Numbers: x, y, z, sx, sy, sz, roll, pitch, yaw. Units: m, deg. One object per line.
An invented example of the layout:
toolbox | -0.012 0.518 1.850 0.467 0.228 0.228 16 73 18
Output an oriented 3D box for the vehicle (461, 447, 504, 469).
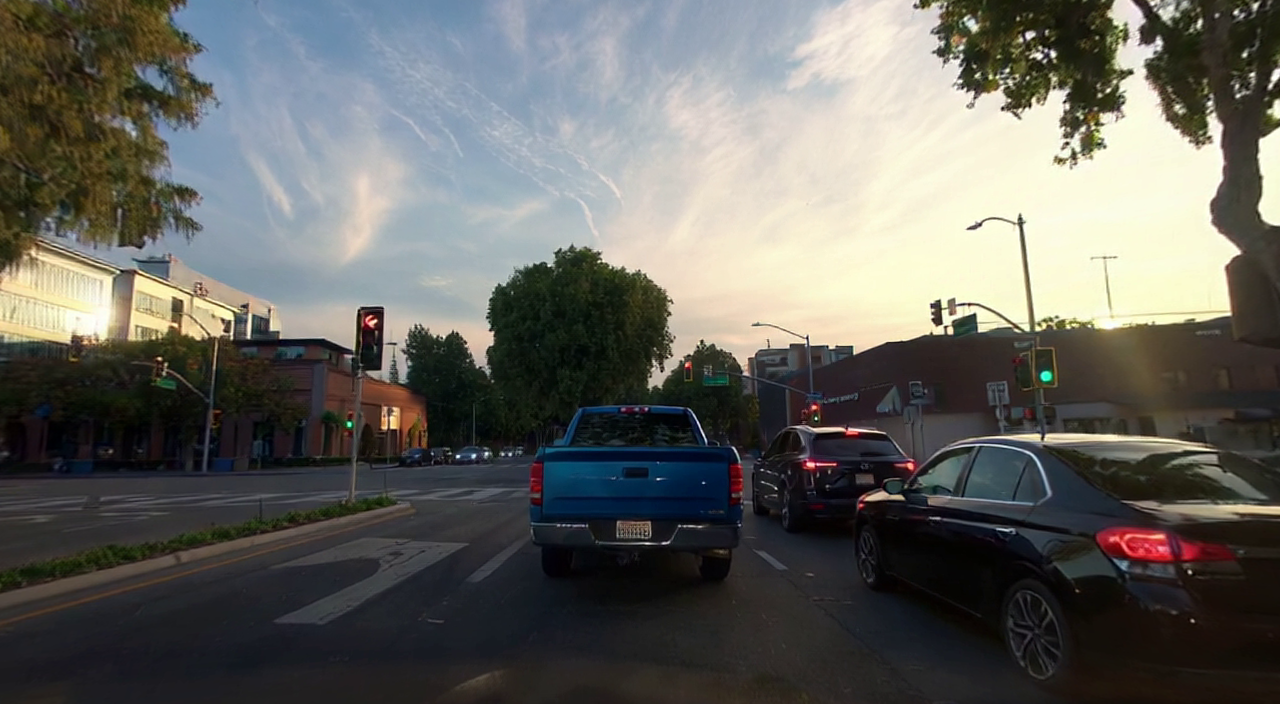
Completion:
vehicle | -11.747 7.912 47.399 1.989 1.459 4.667 0 -8 0

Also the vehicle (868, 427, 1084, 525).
vehicle | 6.535 2.434 12.993 2.002 1.651 4.305 0 -8 -1

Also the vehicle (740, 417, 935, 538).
vehicle | 3.233 2.155 11.478 2.013 1.742 4.424 0 -8 -1

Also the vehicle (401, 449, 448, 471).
vehicle | -15.818 7.893 46.549 1.915 1.491 4.347 0 -8 1

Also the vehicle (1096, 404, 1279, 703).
vehicle | 3.248 0.712 0.794 2.057 1.463 4.365 0 -8 0

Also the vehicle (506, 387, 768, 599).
vehicle | -0.127 1.592 8.037 2.344 1.883 4.572 0 -8 -3
